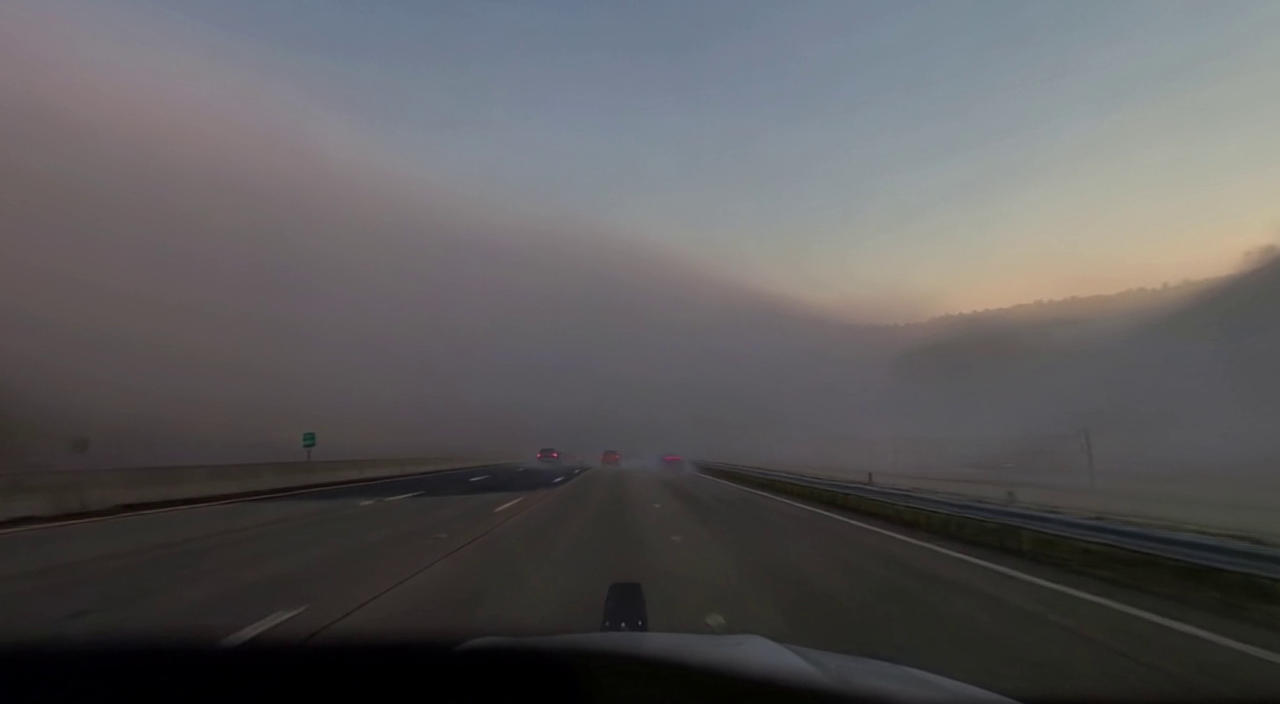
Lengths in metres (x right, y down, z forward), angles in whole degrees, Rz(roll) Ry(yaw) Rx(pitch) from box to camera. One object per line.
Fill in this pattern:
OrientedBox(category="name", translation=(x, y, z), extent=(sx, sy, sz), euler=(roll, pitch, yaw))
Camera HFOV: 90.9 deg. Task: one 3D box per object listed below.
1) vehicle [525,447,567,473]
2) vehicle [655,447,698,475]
OrientedBox(category="vehicle", translation=(-5.560, 6.460, 37.745), extent=(1.955, 1.468, 3.637), euler=(0, -9, -1))
OrientedBox(category="vehicle", translation=(2.013, 6.203, 35.997), extent=(2.019, 1.475, 4.301), euler=(0, -9, -2))
